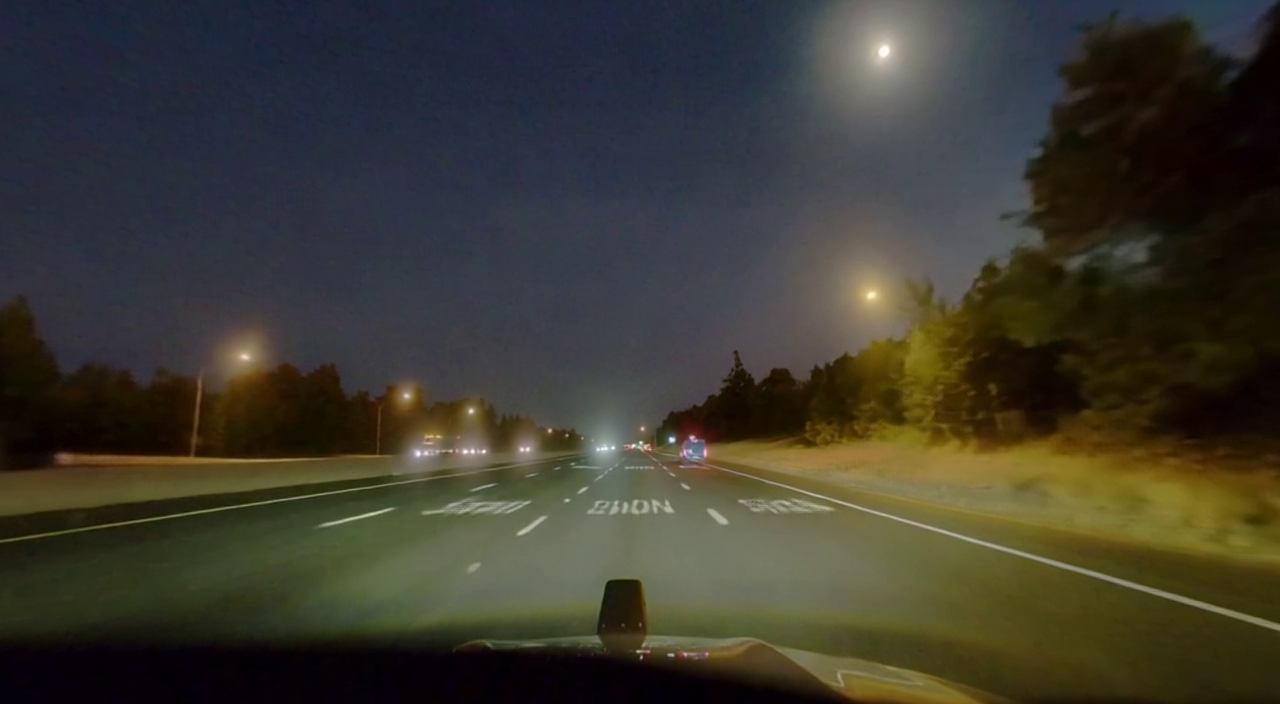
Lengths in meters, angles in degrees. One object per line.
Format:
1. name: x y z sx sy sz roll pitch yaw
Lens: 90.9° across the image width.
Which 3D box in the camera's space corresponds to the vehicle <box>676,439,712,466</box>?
1. vehicle: 4.000 7.542 47.601 2.172 1.930 4.879 0 -9 -2
